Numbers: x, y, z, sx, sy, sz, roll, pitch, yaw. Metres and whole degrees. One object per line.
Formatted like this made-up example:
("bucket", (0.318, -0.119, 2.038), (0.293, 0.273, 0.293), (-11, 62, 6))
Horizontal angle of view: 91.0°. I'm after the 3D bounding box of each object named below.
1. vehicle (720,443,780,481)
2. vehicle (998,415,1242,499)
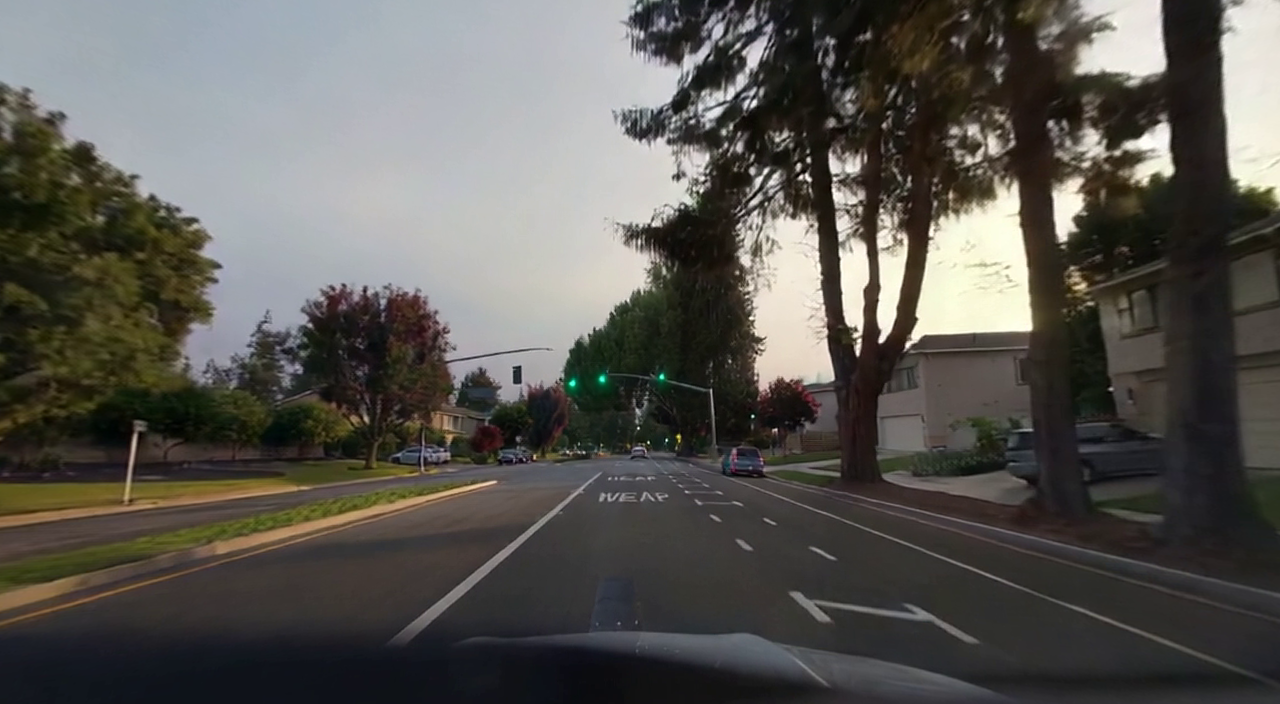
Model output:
("vehicle", (5.119, 5.148, 29.822), (1.979, 1.637, 4.321), (0, -9, -1))
("vehicle", (12.246, 2.700, 16.340), (4.510, 1.732, 2.048), (-4, -9, 0))
